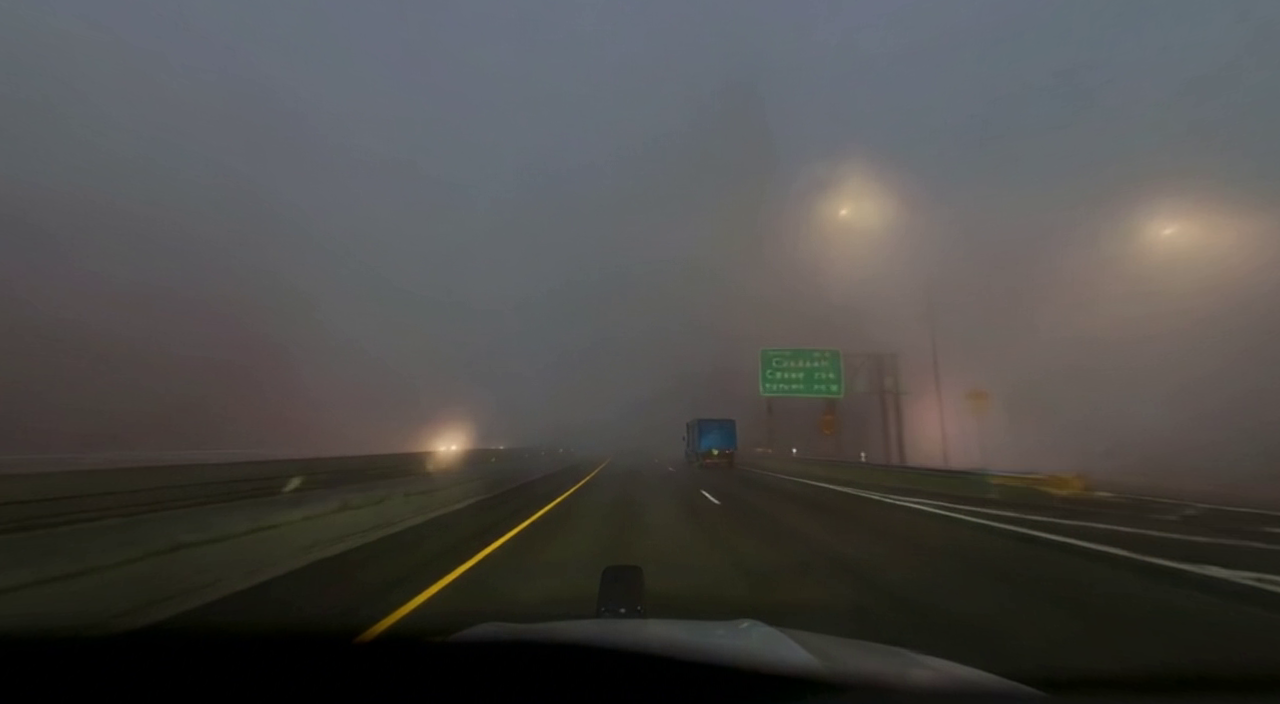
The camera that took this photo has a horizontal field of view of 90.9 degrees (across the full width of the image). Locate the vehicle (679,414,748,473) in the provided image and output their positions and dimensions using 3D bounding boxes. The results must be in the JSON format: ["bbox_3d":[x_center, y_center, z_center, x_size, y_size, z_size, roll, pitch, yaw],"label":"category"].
[{"bbox_3d":[3.359,4.374,30.200,2.430,2.495,6.062,0,-8,-1],"label":"vehicle"}]
